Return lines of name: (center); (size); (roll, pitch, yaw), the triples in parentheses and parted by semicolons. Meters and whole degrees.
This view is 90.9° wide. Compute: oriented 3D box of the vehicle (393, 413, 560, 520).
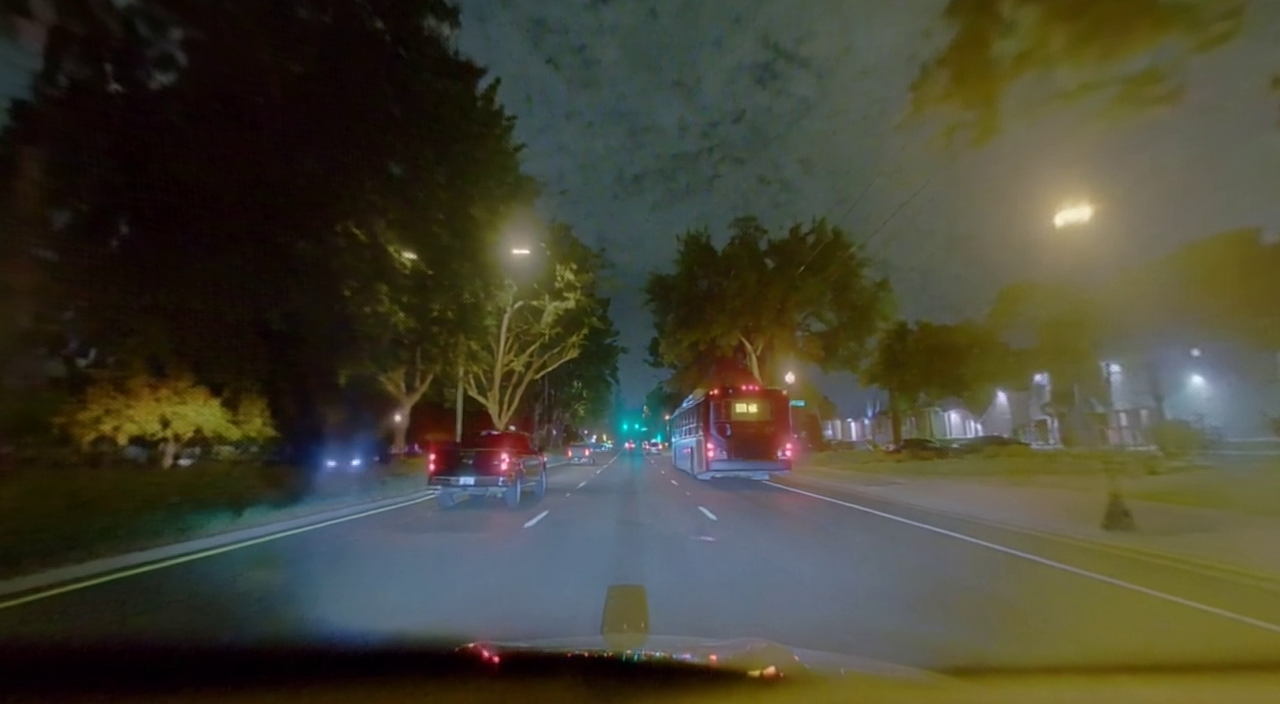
vehicle: (-3.183, 2.379, 13.604); (2.074, 1.849, 5.137); (0, -8, 2)

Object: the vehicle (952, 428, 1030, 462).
vehicle: (21.770, 5.799, 39.360); (2.152, 1.945, 4.827); (0, -8, 1)

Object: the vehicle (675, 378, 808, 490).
vehicle: (3.314, 3.320, 24.807); (3.059, 3.264, 12.623); (0, -8, 0)

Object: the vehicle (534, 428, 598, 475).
vehicle: (-3.481, 4.875, 31.046); (2.513, 2.066, 5.820); (0, -8, 0)

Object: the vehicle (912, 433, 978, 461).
vehicle: (19.049, 5.962, 39.606); (2.062, 1.683, 4.209); (0, -8, 2)
